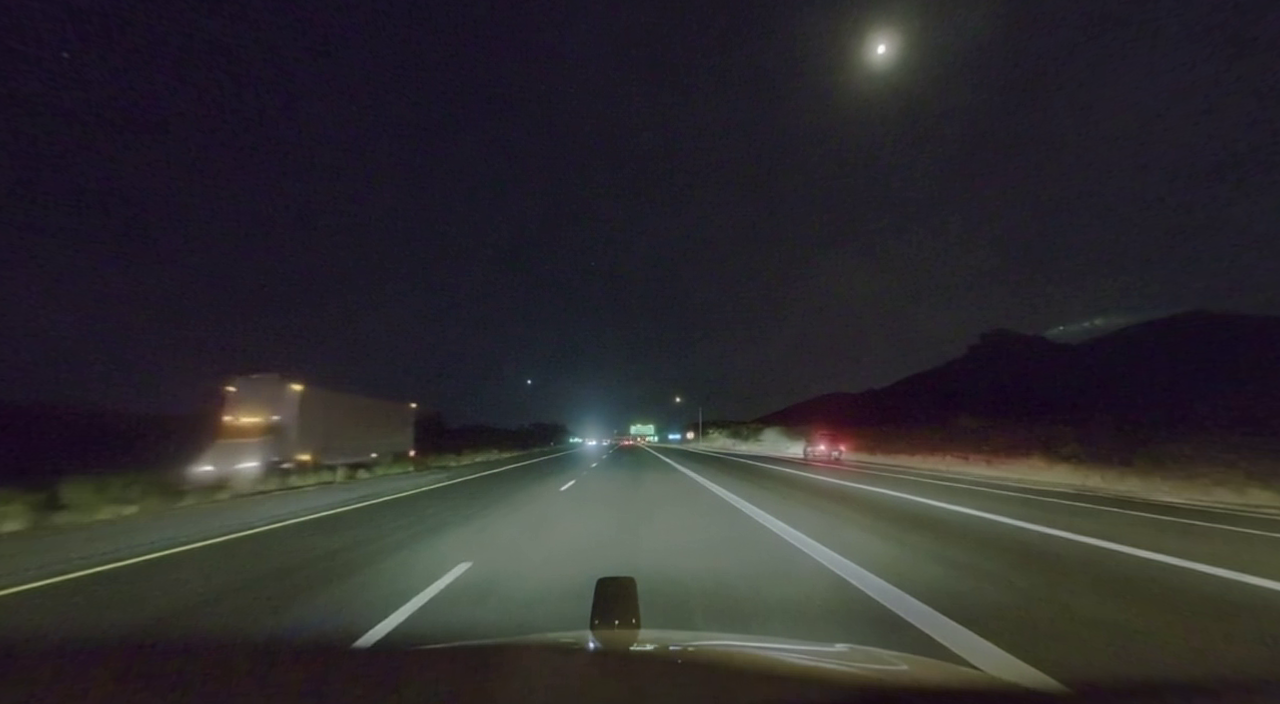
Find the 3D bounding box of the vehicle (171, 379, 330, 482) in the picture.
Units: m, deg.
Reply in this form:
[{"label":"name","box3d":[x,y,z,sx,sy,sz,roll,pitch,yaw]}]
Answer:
[{"label":"vehicle","box3d":[-16.511,3.412,27.376,2.983,3.932,6.093,0,-8,-1]}]
